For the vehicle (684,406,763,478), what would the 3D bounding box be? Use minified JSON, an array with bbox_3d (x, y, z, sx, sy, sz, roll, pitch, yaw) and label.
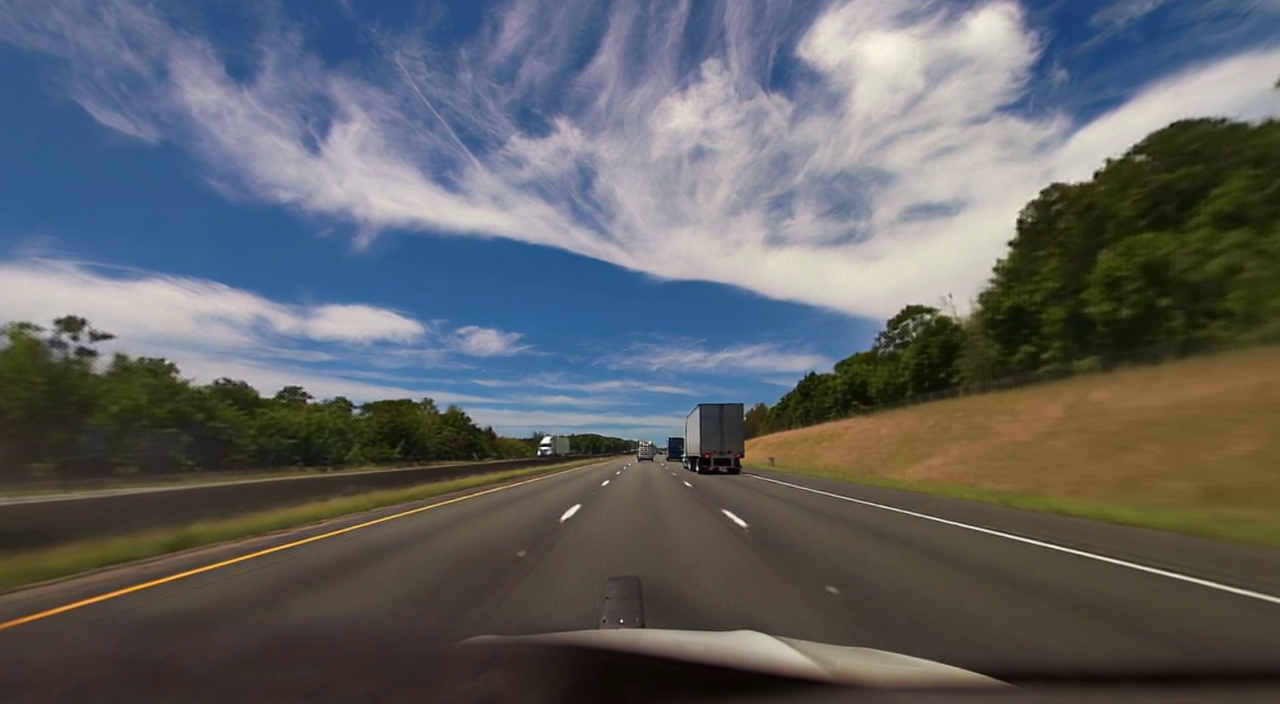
[{"bbox_3d":[4.319,4.980,34.678,2.960,3.381,8.914,0,-9,-1],"label":"vehicle"}]
